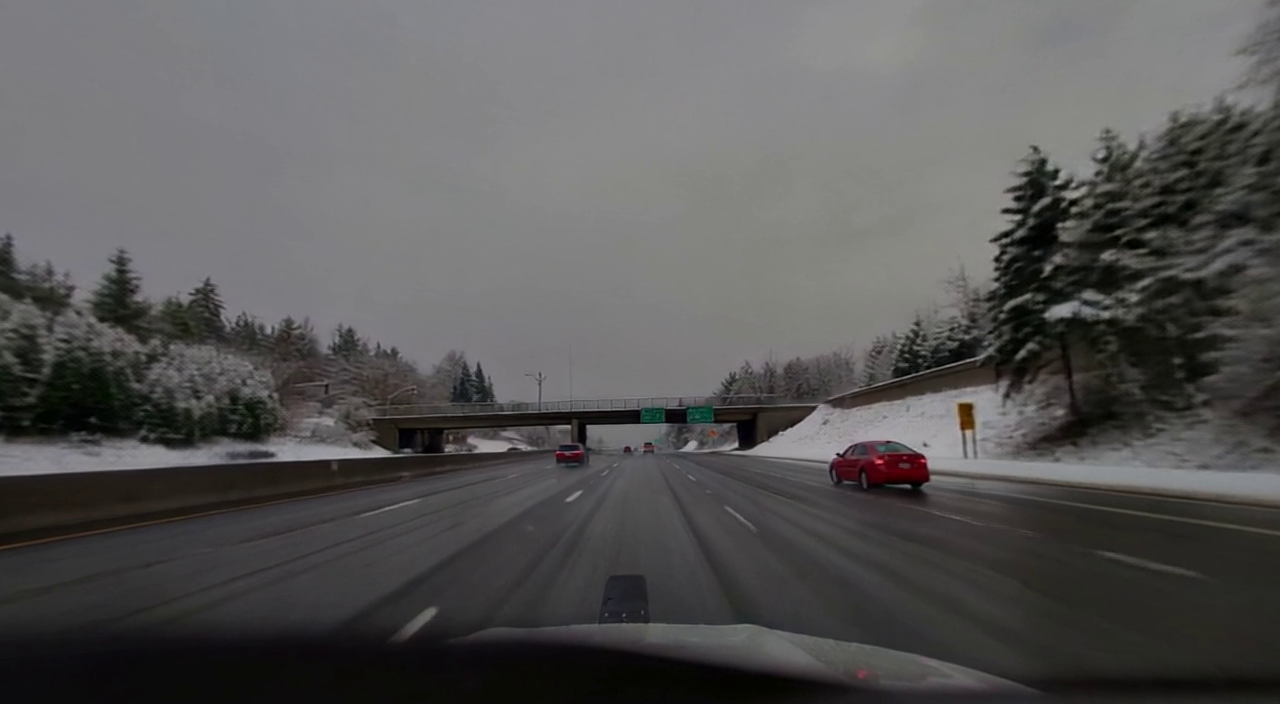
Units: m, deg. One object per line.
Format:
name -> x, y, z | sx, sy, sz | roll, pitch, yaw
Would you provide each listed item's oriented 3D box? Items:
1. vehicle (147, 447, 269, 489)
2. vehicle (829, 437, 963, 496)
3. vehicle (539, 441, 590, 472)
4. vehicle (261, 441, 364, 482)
vehicle -> -17.617, 4.726, 26.055 | 1.869, 1.534, 4.489 | 0, -8, -1
vehicle -> 7.156, 3.237, 18.238 | 1.914, 1.465, 4.574 | 0, -8, 0
vehicle -> -3.993, 5.592, 34.070 | 2.085, 1.533, 4.861 | 0, -8, 1
vehicle -> -13.632, 4.565, 26.613 | 1.943, 1.583, 4.396 | 0, -8, 1
